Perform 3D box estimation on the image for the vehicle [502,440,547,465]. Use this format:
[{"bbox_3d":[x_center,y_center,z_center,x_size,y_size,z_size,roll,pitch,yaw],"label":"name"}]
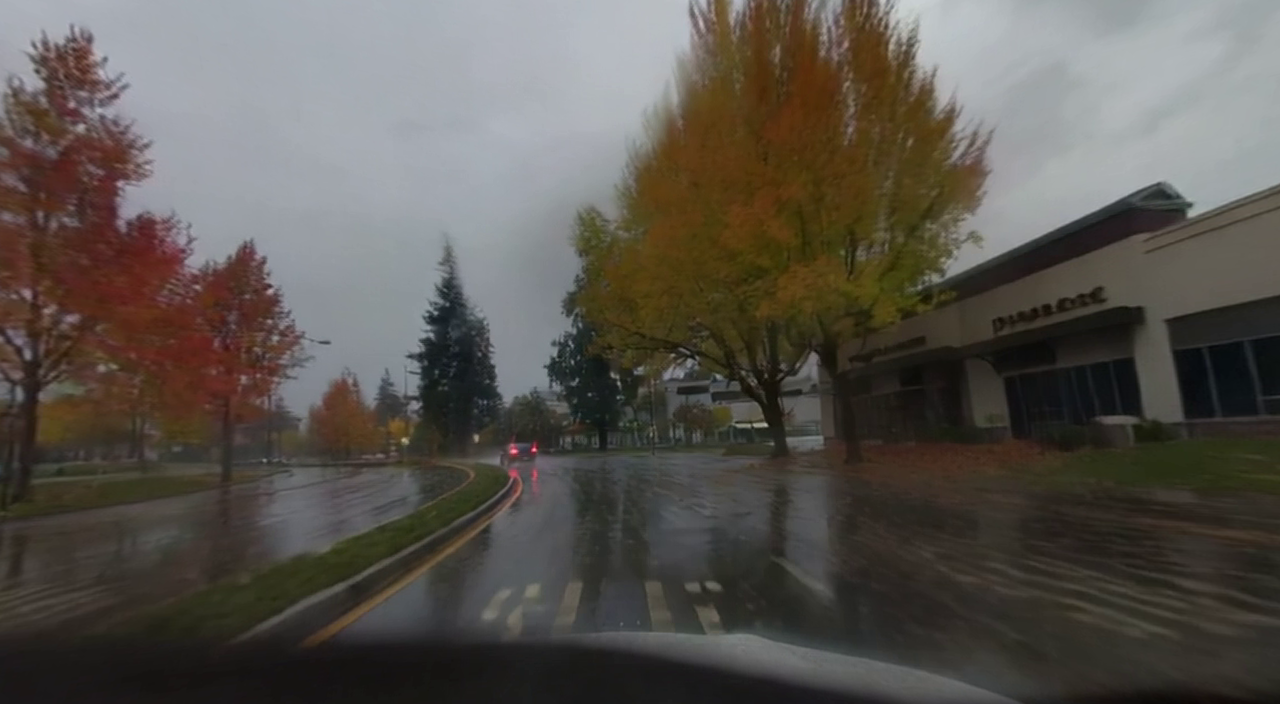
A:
[{"bbox_3d":[-7.582,6.533,41.080,2.018,1.512,4.304,3,-9,-22],"label":"vehicle"}]
